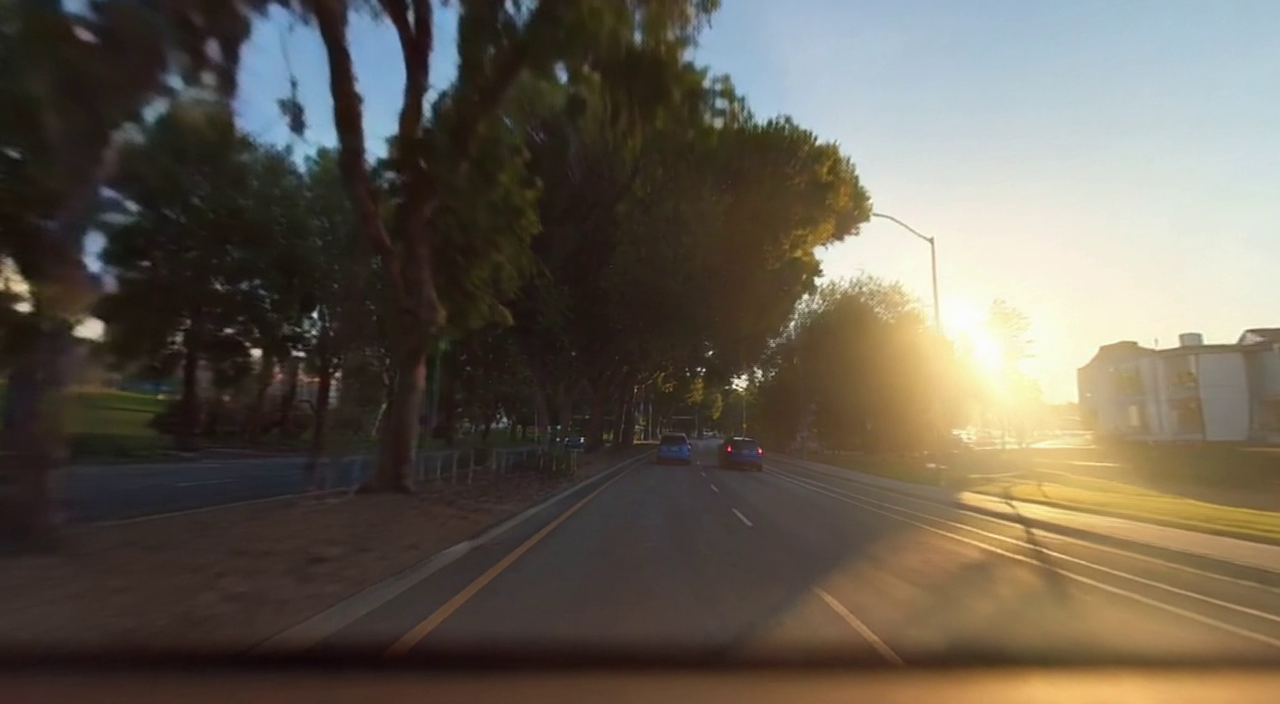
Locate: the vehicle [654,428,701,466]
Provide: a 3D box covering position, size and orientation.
[{"bbox_3d":[1.934,4.928,32.714,2.251,1.822,4.391,0,-8,3],"label":"vehicle"}]

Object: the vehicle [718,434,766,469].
[{"bbox_3d":[5.289,5.211,33.075,1.971,1.663,4.287,0,-8,2],"label":"vehicle"}]
